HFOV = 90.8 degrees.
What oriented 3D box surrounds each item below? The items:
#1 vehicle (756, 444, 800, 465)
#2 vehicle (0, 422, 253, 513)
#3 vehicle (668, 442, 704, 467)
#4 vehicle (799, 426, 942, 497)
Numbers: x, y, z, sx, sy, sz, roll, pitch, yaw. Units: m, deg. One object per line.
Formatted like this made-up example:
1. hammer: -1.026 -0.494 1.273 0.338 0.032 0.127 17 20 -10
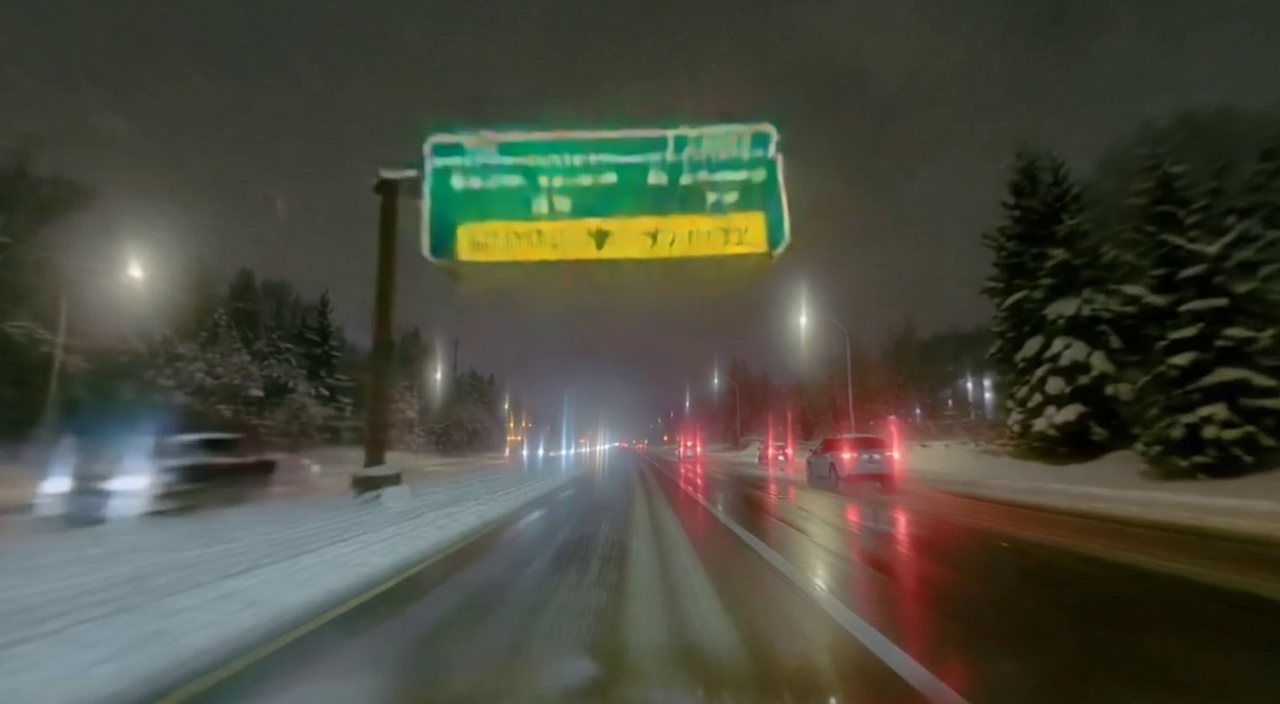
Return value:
1. vehicle: 10.341 7.730 47.734 1.987 1.502 5.130 0 -9 -2
2. vehicle: -11.960 2.641 14.953 2.180 1.736 5.401 0 -9 0
3. vehicle: 3.107 7.056 43.613 2.018 1.600 4.121 0 -9 -2
4. vehicle: 6.746 3.284 19.322 2.244 1.858 5.414 0 -9 -1
